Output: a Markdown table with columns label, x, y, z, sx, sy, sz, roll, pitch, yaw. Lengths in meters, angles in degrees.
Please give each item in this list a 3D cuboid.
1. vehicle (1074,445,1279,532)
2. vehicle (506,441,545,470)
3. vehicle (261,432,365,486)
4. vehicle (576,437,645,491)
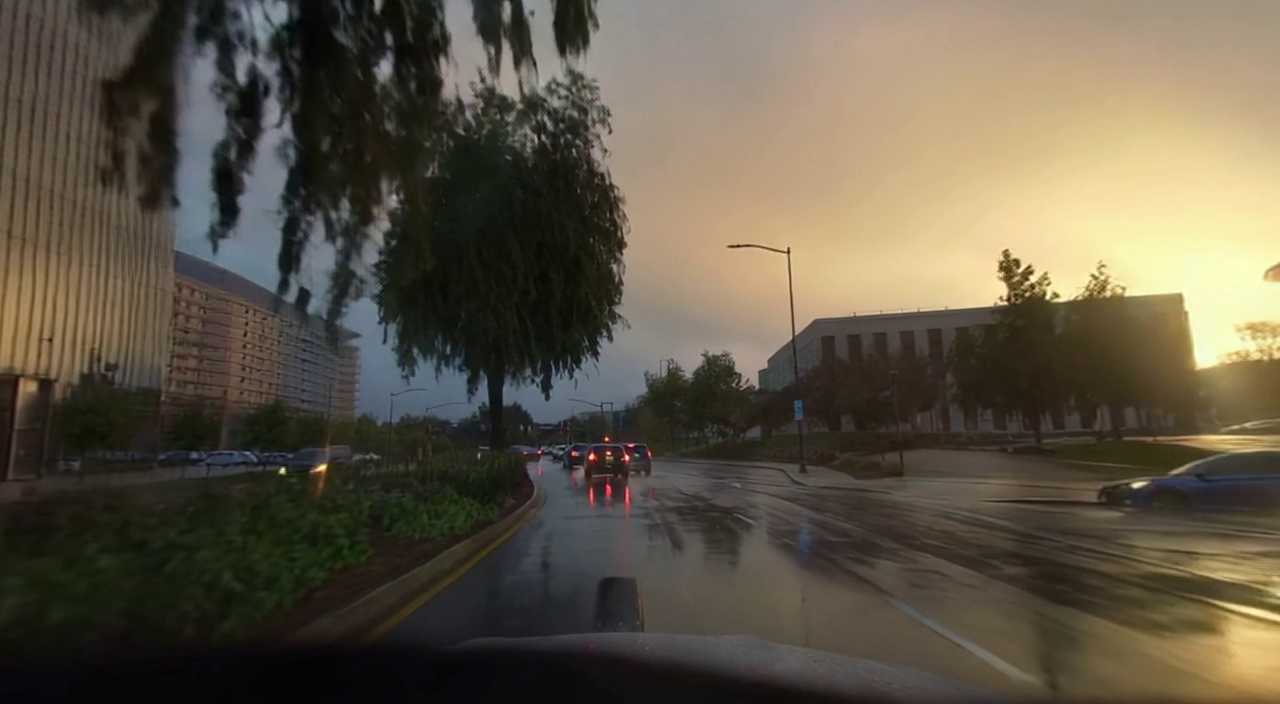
| label | x | y | z | sx | sy | sz | roll | pitch | yaw |
| --- | --- | --- | --- | --- | --- | --- | --- | --- | --- |
| vehicle | 11.573 | 2.577 | 12.202 | 4.645 | 1.505 | 2.100 | -1 | -9 | 9 |
| vehicle | -7.313 | 6.542 | 40.063 | 2.121 | 1.728 | 4.161 | 2 | -9 | -14 |
| vehicle | -14.167 | 4.837 | 27.743 | 2.334 | 1.945 | 5.298 | 6 | -13 | -9 |
| vehicle | -0.967 | 3.865 | 22.147 | 2.183 | 1.675 | 4.319 | 0 | -9 | -1 |
